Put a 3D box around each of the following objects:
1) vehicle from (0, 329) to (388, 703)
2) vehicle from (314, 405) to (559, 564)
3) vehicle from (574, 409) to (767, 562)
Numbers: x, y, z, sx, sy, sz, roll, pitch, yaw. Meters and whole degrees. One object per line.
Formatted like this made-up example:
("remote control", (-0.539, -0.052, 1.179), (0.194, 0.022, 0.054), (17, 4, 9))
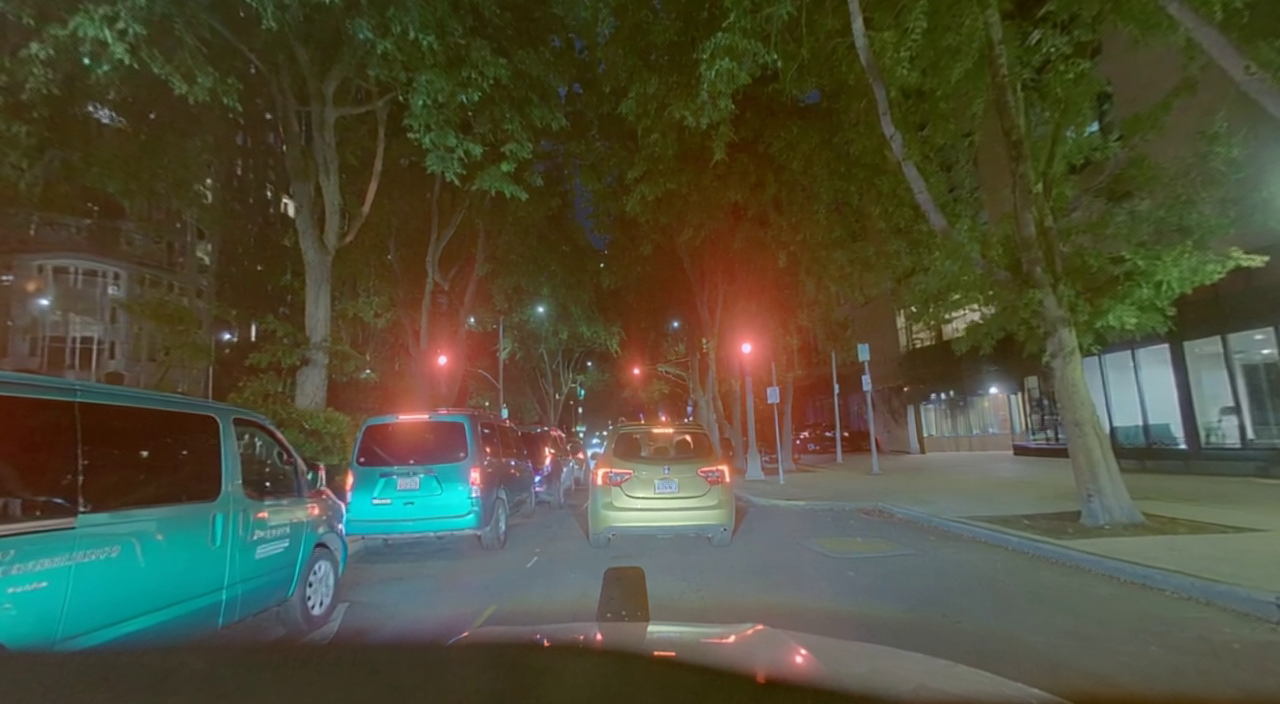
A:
("vehicle", (-3.170, 0.991, 3.485), (1.940, 1.722, 3.823), (0, -8, 0))
("vehicle", (-2.643, 1.864, 9.596), (2.124, 1.799, 4.587), (0, -8, 1))
("vehicle", (0.362, 1.824, 9.252), (2.205, 1.727, 3.917), (0, -8, 0))
